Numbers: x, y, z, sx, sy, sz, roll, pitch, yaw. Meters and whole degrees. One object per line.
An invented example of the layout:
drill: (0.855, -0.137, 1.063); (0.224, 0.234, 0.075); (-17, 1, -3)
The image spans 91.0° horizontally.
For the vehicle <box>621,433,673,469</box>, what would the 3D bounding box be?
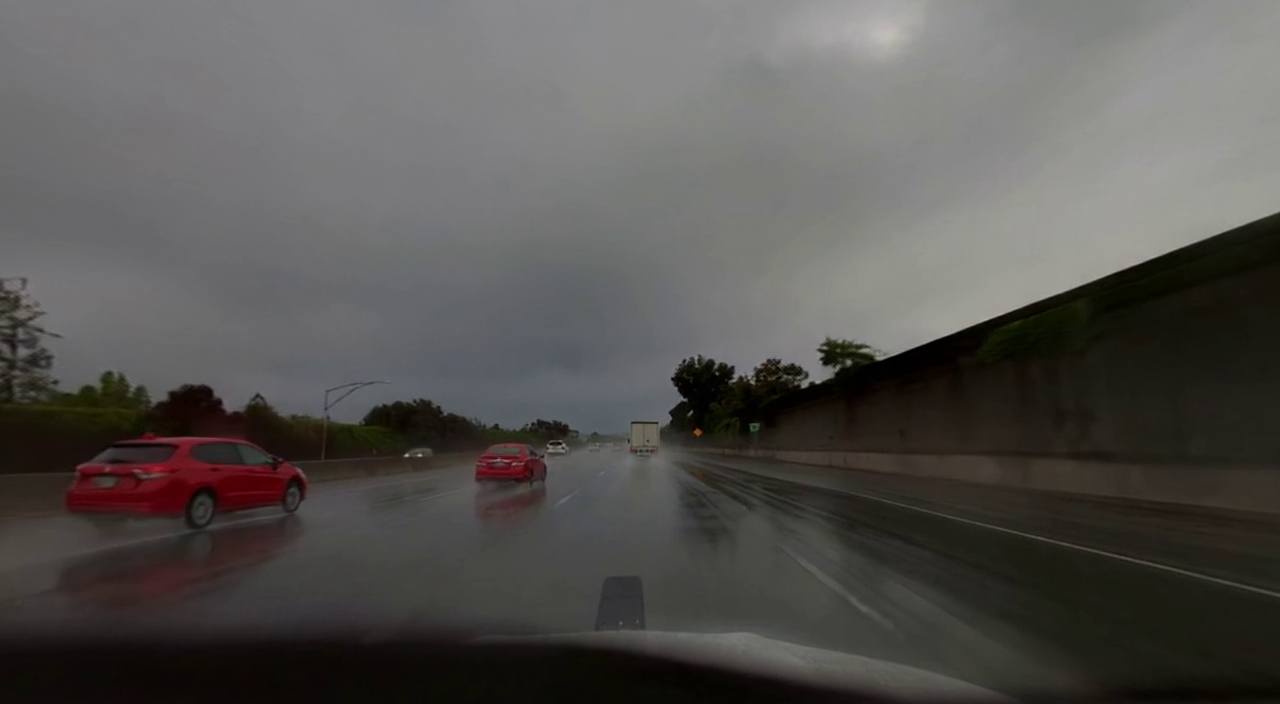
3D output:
vehicle: (0.336, 5.872, 37.390); (2.856, 1.994, 4.931); (0, -9, -1)

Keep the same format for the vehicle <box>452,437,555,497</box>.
vehicle: (-3.801, 3.272, 18.348); (2.000, 1.512, 4.371); (0, -9, 0)

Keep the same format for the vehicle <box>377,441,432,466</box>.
vehicle: (-16.970, 7.332, 45.640); (2.081, 1.639, 4.832); (0, -9, 1)

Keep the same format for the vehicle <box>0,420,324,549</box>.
vehicle: (-7.697, 2.099, 10.698); (2.189, 1.673, 4.699); (0, -9, 0)
